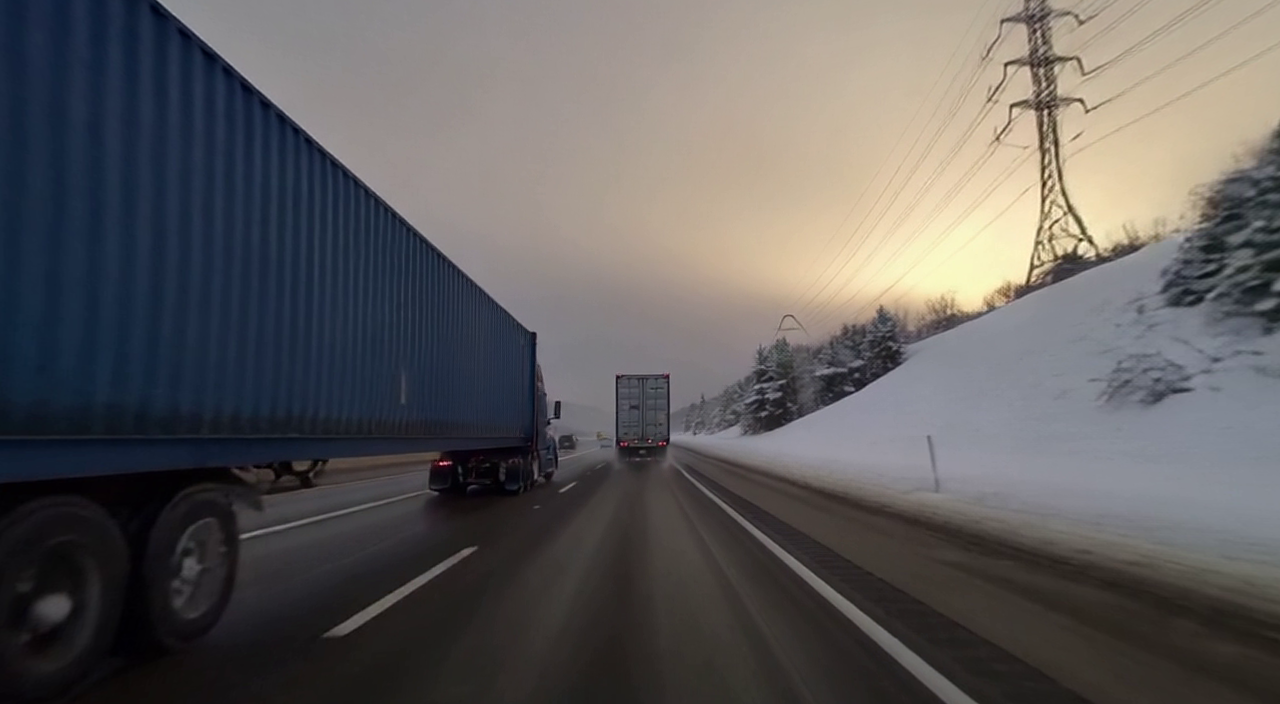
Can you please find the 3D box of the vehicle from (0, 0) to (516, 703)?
[{"bbox_3d":[-4.127,0.024,5.504,3.065,4.105,13.706,0,-8,1],"label":"vehicle"}]

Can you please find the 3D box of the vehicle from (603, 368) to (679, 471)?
[{"bbox_3d":[-0.043,3.488,30.867,3.006,4.120,11.586,0,-8,-1],"label":"vehicle"}]
